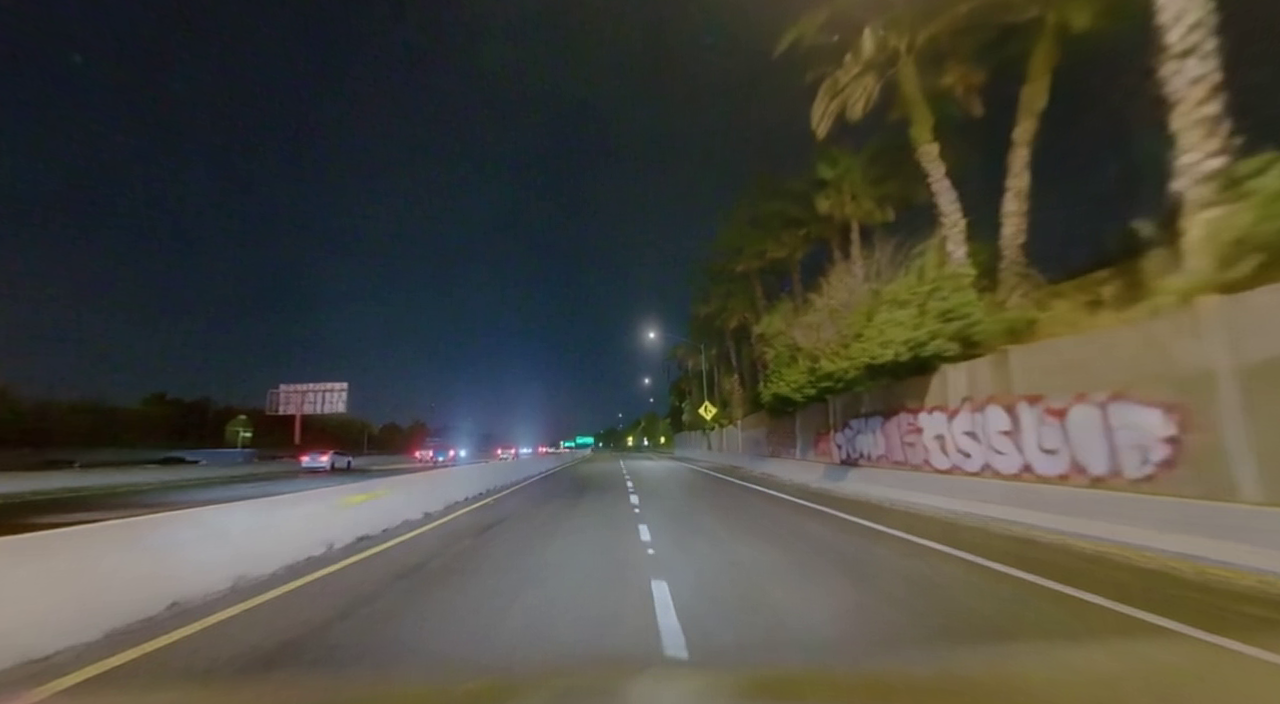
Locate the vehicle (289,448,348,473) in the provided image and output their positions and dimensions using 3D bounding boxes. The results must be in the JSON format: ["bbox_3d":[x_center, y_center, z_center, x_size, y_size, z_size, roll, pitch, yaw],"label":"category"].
[{"bbox_3d":[-25.108,8.465,49.490,2.158,1.795,5.013,0,-8,-2],"label":"vehicle"}]
